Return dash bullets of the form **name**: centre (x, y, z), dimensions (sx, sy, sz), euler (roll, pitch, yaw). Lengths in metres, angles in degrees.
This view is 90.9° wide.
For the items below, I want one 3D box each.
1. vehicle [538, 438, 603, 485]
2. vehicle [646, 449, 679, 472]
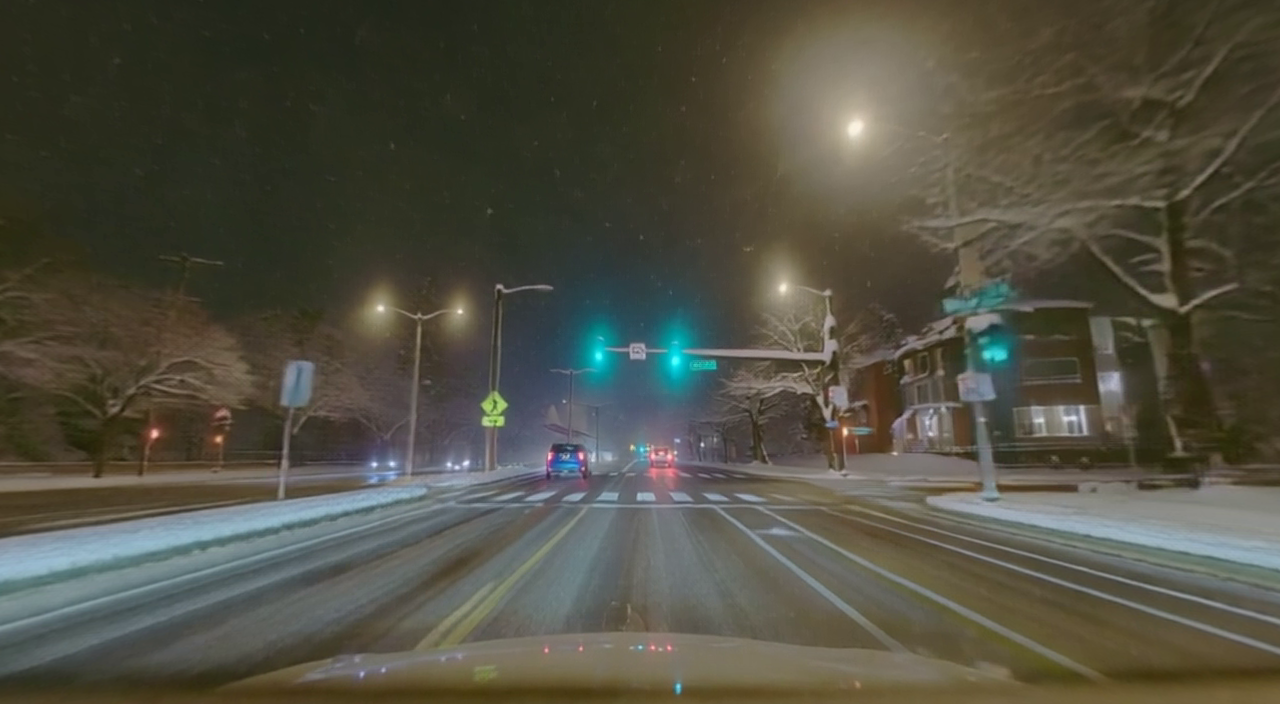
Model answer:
- **vehicle**: centre (-2.838, 4.592, 26.845), dimensions (2.150, 1.812, 4.423), euler (0, -9, 1)
- **vehicle**: centre (1.486, 7.388, 43.006), dimensions (2.075, 1.480, 3.920), euler (0, -9, -1)
